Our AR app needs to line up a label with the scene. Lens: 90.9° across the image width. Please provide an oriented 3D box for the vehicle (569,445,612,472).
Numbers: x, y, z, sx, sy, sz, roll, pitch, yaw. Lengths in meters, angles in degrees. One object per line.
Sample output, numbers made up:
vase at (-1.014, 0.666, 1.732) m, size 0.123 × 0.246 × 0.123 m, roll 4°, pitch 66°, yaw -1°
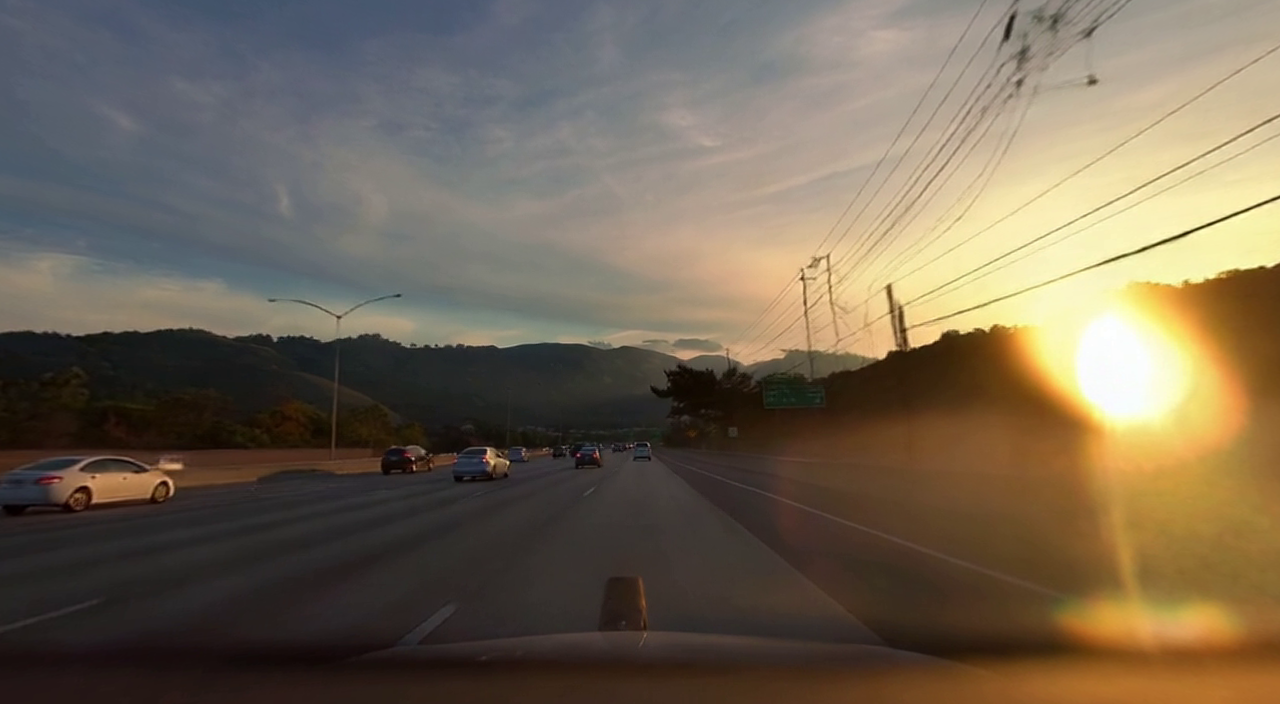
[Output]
vehicle at (-2.800, 6.168, 36.601) m, size 2.064 × 1.446 × 4.409 m, roll 0°, pitch -9°, yaw 0°

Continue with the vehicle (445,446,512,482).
vehicle at (-7.274, 5.069, 28.848) m, size 1.899 × 1.472 × 4.202 m, roll 0°, pitch -9°, yaw 1°

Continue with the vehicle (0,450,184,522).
vehicle at (-14.300, 3.246, 15.933) m, size 1.885 × 1.474 × 4.849 m, roll 0°, pitch -9°, yaw 1°

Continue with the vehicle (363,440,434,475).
vehicle at (-14.390, 6.315, 37.941) m, size 2.172 × 1.946 × 5.017 m, roll 0°, pitch -9°, yaw 1°
